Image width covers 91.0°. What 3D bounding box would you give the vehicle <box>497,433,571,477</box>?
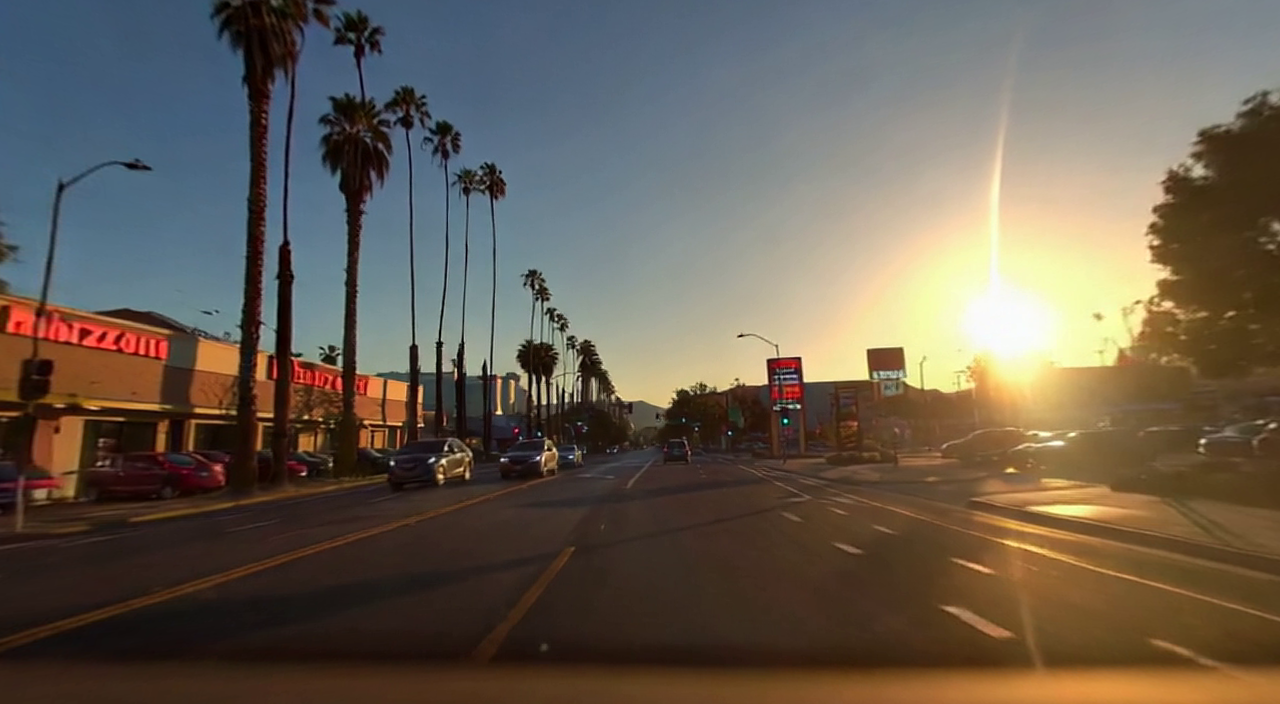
[{"bbox_3d":[-5.182,5.145,31.795,2.551,1.995,5.615,0,-9,2],"label":"vehicle"}]

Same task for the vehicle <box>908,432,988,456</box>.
[{"bbox_3d":[21.638,6.491,44.409,2.028,1.556,4.625,5,-10,-29],"label":"vehicle"}]

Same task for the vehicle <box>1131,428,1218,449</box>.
[{"bbox_3d":[37.583,6.114,44.365,1.789,1.377,4.162,4,-9,-25],"label":"vehicle"}]

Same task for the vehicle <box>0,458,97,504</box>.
[{"bbox_3d":[-21.085,4.305,20.832,4.552,1.389,1.779,-2,-10,2],"label":"vehicle"}]

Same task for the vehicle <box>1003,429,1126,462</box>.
[{"bbox_3d":[18.910,4.195,28.155,4.140,1.422,1.869,0,-9,0],"label":"vehicle"}]

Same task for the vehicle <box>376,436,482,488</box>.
[{"bbox_3d":[-9.018,4.752,27.626,2.328,1.976,5.915,0,-9,3],"label":"vehicle"}]

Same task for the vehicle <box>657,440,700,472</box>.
[{"bbox_3d":[1.950,5.352,32.654,2.065,1.507,4.225,0,-9,2],"label":"vehicle"}]

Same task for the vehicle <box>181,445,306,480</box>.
[{"bbox_3d":[-20.643,5.776,32.912,5.050,1.758,2.134,0,-9,3],"label":"vehicle"}]

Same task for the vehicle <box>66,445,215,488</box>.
[{"bbox_3d":[-21.095,4.859,26.757,4.498,1.729,2.102,0,-9,1],"label":"vehicle"}]
